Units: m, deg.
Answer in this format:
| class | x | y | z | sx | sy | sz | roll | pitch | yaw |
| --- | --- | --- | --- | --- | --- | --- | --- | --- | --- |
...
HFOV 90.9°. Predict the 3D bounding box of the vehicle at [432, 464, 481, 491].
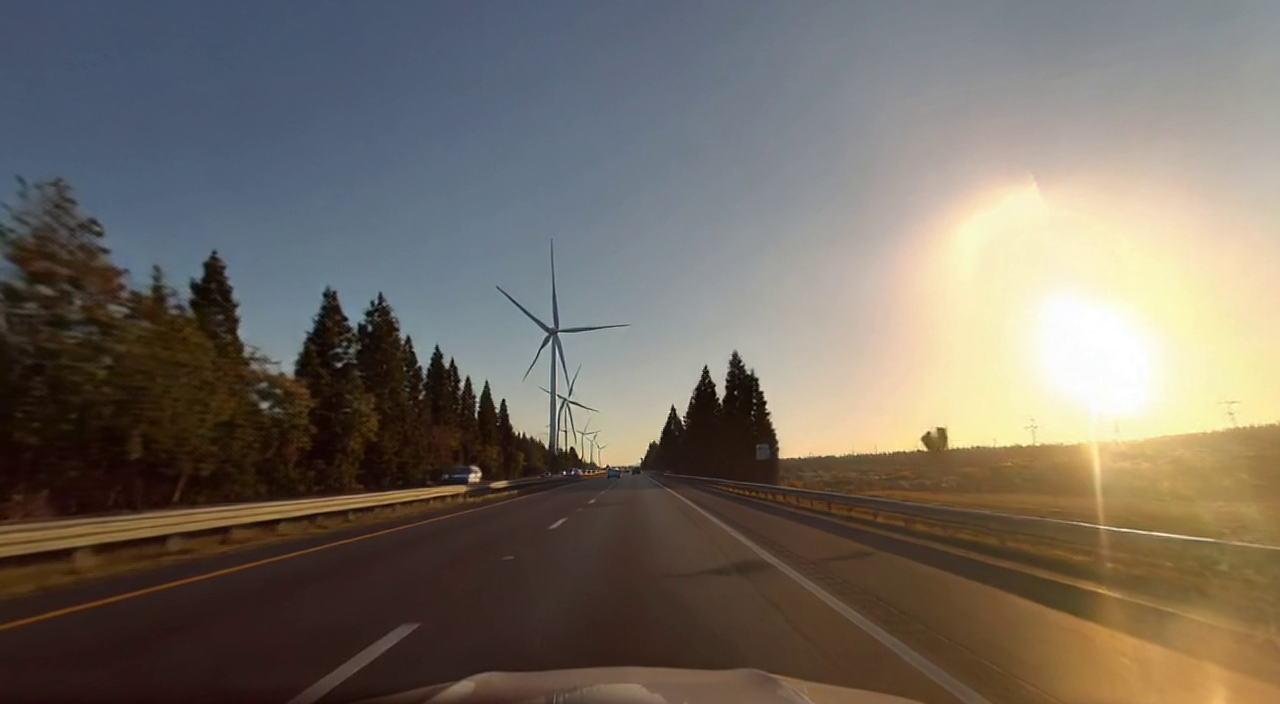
| class | x | y | z | sx | sy | sz | roll | pitch | yaw |
| --- | --- | --- | --- | --- | --- | --- | --- | --- | --- |
| vehicle | -12.643 | 8.672 | 43.612 | 1.977 | 1.680 | 4.321 | 1 | -11 | 1 |
